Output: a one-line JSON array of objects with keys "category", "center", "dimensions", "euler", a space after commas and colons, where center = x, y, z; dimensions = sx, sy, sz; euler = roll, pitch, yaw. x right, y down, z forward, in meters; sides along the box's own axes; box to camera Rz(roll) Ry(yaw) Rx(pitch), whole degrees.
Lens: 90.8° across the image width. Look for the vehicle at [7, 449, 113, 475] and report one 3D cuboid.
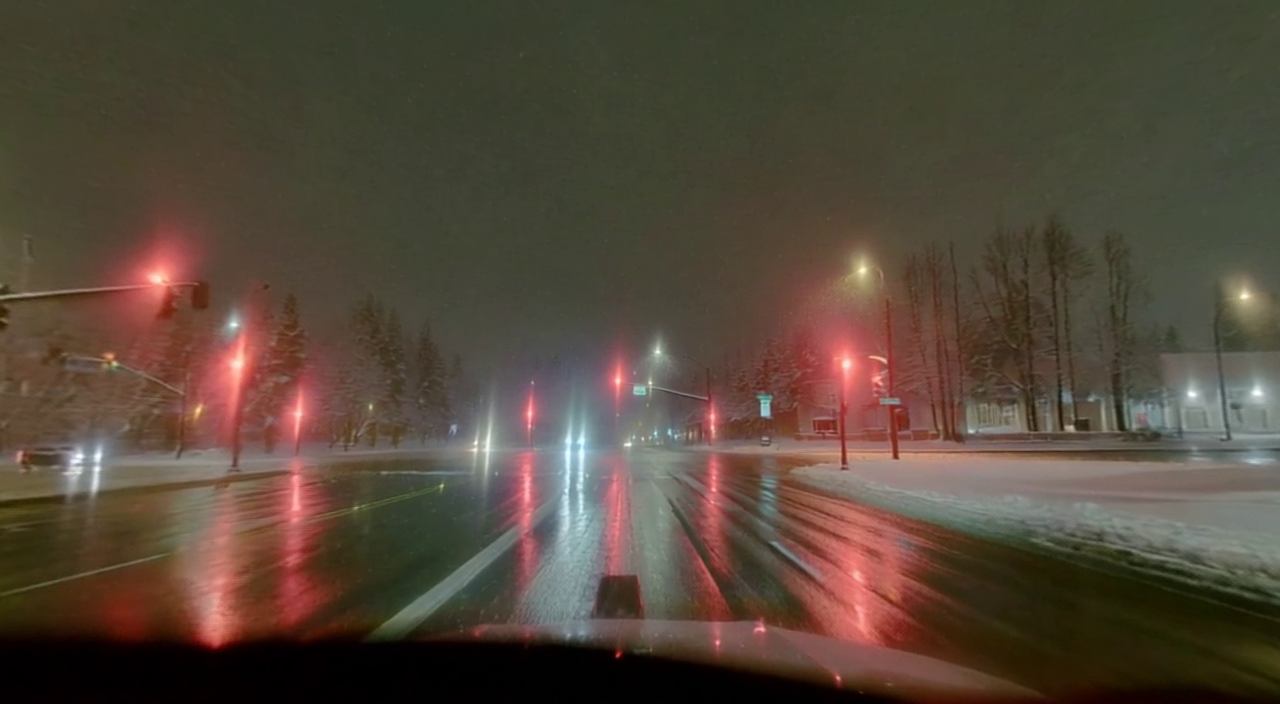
[{"category": "vehicle", "center": [-35.120, 6.656, 38.315], "dimensions": [4.500, 1.465, 1.936], "euler": [0, -8, 1]}]
